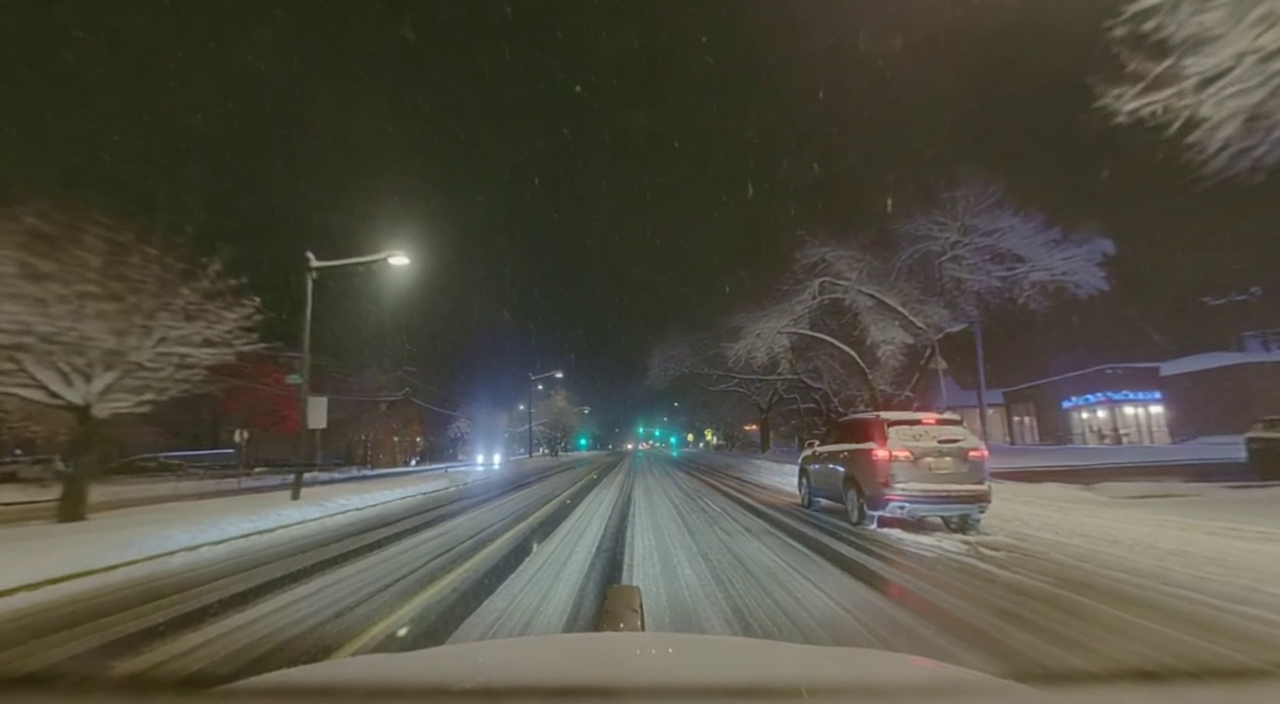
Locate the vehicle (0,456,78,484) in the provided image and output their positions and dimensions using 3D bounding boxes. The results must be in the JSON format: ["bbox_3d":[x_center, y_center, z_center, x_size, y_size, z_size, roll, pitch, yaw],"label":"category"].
[{"bbox_3d":[-33.002,6.281,33.637,4.463,1.411,1.779,-1,-8,2],"label":"vehicle"}]

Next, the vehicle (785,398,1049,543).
[{"bbox_3d":[4.377,1.989,11.227,2.185,1.956,5.128,0,-8,-2],"label":"vehicle"}]

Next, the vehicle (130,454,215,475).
[{"bbox_3d":[-32.878,7.892,44.484,4.635,1.422,1.725,-1,-8,3],"label":"vehicle"}]
